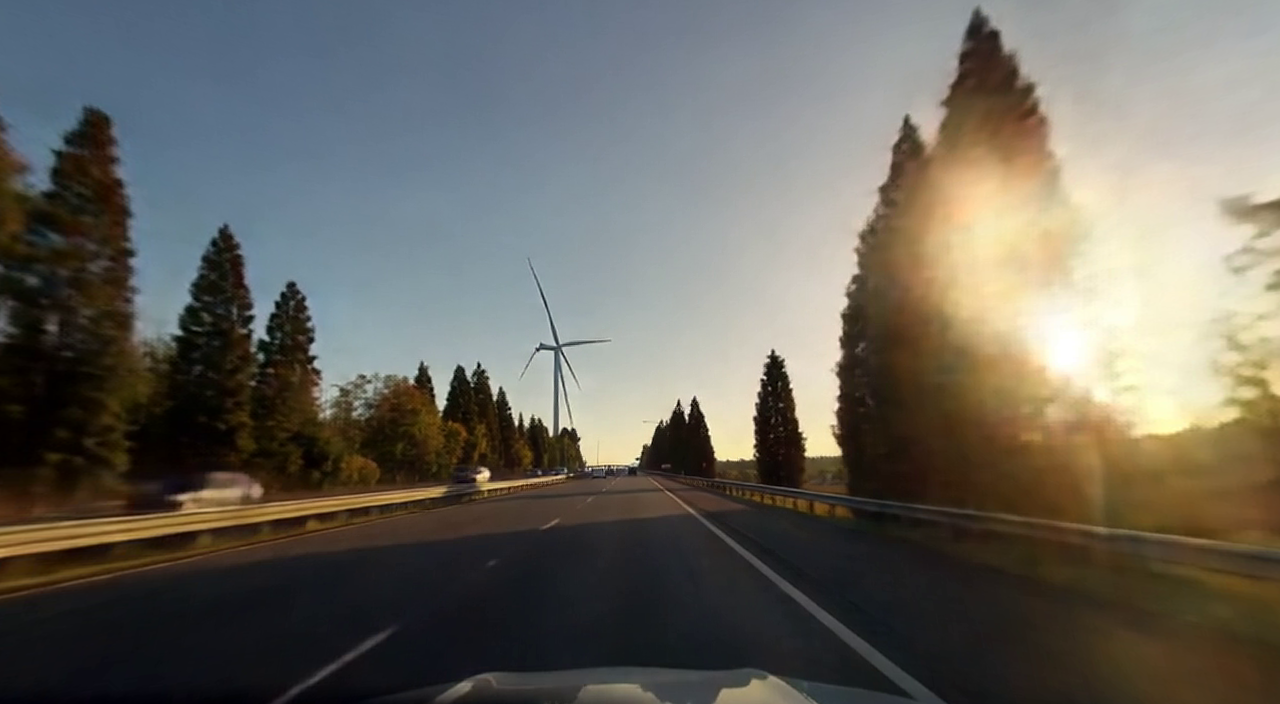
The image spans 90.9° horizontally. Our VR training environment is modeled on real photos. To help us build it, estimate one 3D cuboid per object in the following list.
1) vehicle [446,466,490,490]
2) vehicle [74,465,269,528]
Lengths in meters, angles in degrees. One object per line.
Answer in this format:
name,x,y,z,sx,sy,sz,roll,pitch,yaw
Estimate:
vehicle,-12.914,9.463,47.540,2.000,1.682,4.526,1,-11,0
vehicle,-12.652,3.918,17.508,1.932,1.473,4.509,1,-11,0
